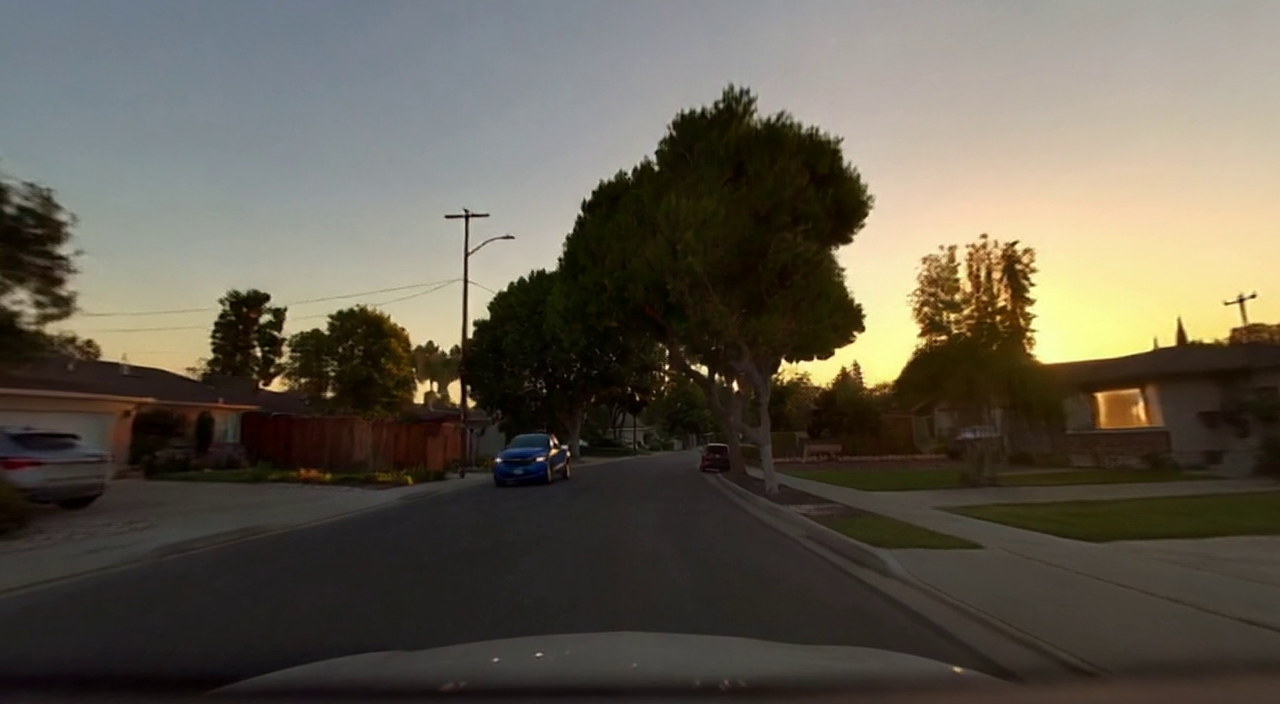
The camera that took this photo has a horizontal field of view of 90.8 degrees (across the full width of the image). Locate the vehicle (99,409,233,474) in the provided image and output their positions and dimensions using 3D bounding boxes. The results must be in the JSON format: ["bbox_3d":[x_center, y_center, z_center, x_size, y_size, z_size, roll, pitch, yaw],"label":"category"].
[{"bbox_3d":[-20.959,3.950,28.106,4.119,2.697,2.226,-1,-7,2],"label":"vehicle"}]

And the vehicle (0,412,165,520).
[{"bbox_3d":[-13.318,2.280,12.800,5.497,1.983,2.191,0,-9,-1],"label":"vehicle"}]

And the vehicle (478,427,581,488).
[{"bbox_3d":[-4.013,4.063,24.559,2.274,2.008,6.986,-1,-9,4],"label":"vehicle"}]

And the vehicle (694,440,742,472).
[{"bbox_3d":[4.335,5.857,35.855,2.051,1.676,4.497,0,-9,-1],"label":"vehicle"}]

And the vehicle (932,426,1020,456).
[{"bbox_3d":[18.333,4.850,34.658,3.903,1.592,1.921,-2,-7,15],"label":"vehicle"}]
